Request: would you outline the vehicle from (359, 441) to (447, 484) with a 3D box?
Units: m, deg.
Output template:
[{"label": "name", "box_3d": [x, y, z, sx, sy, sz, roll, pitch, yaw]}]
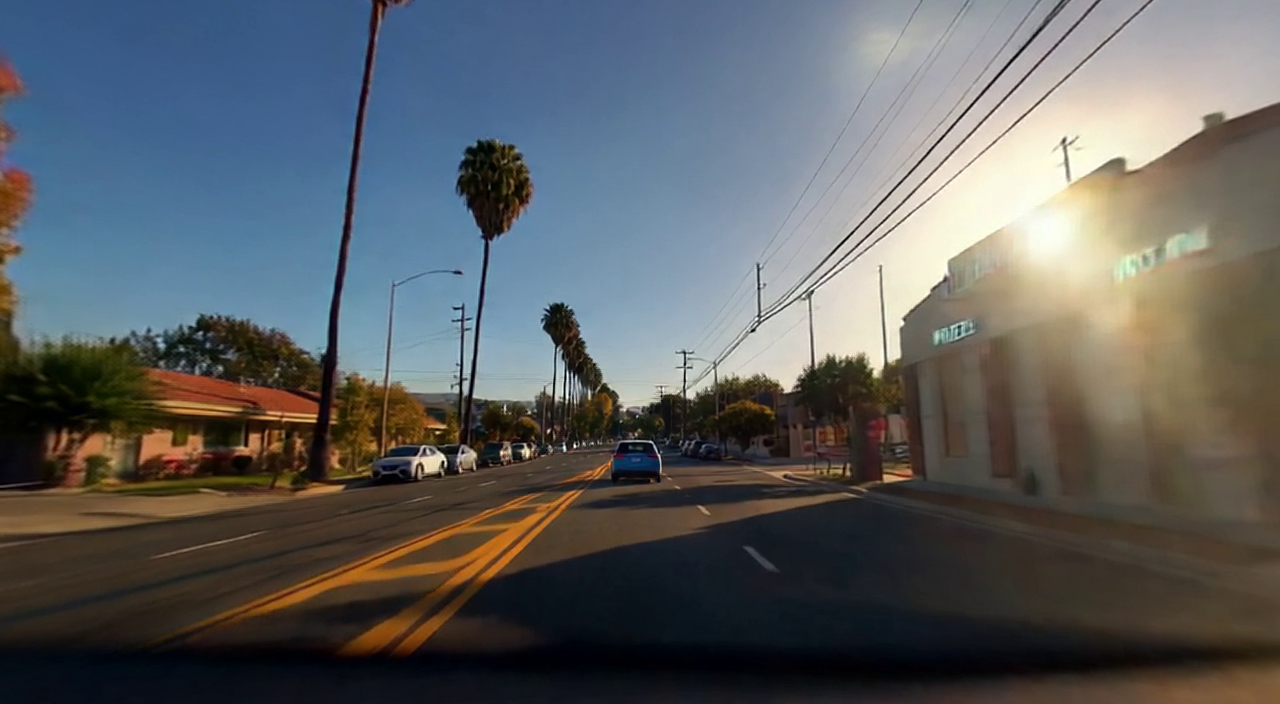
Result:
[{"label": "vehicle", "box_3d": [-10.194, 4.776, 27.536, 2.075, 1.693, 4.696, 0, -8, -1]}]

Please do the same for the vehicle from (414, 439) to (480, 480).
[{"label": "vehicle", "box_3d": [-10.176, 5.663, 33.587, 1.992, 1.744, 4.896, -1, -6, 0]}]

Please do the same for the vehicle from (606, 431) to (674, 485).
[{"label": "vehicle", "box_3d": [-0.041, 3.885, 23.359, 2.264, 1.798, 4.563, 0, -8, -1]}]
